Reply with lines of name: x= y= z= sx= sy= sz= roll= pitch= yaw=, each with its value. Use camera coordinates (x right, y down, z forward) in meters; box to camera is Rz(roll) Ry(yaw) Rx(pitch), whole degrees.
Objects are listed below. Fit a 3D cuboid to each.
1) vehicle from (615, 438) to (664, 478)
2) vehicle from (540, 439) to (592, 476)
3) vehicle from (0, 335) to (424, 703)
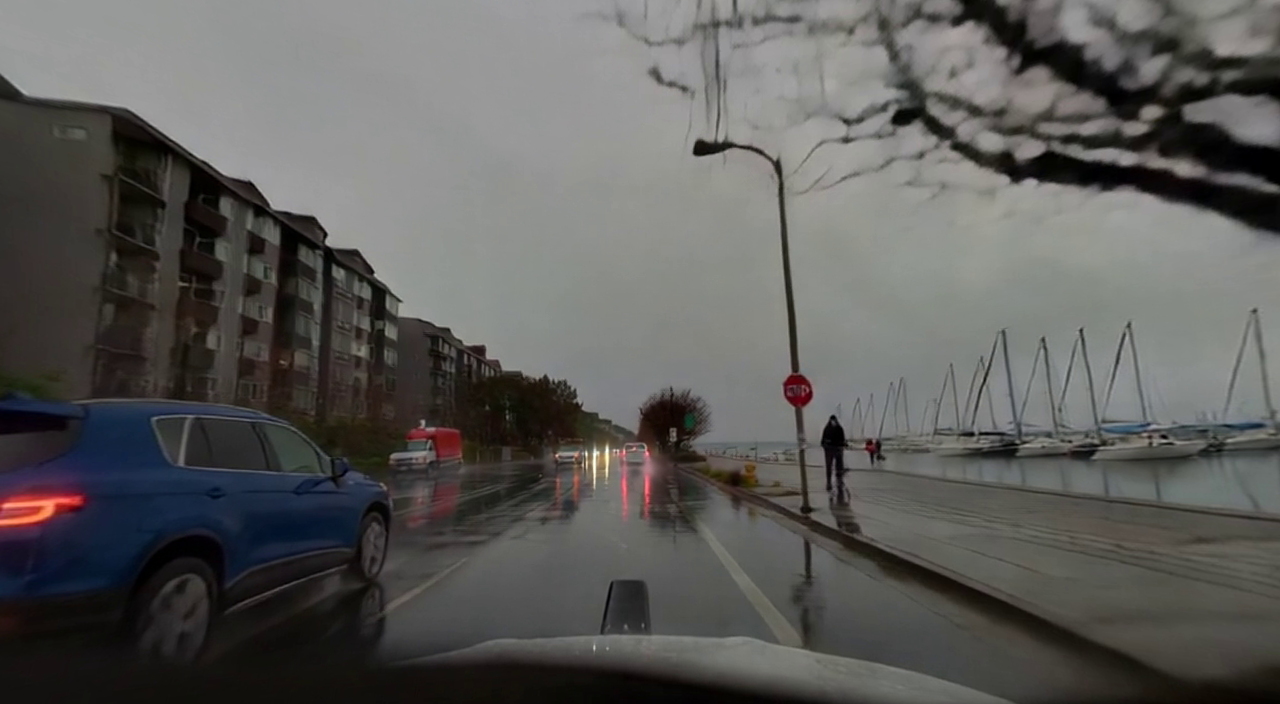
vehicle: x=-0.026 y=4.711 z=28.106 sx=2.057 sy=1.624 sz=3.726 roll=0 pitch=-9 yaw=0
vehicle: x=-3.609 y=5.266 z=31.568 sx=2.056 sy=1.680 sz=4.205 roll=0 pitch=-9 yaw=1
vehicle: x=-3.565 y=1.196 z=4.883 sx=2.082 sy=1.817 sz=4.724 roll=0 pitch=-9 yaw=0
